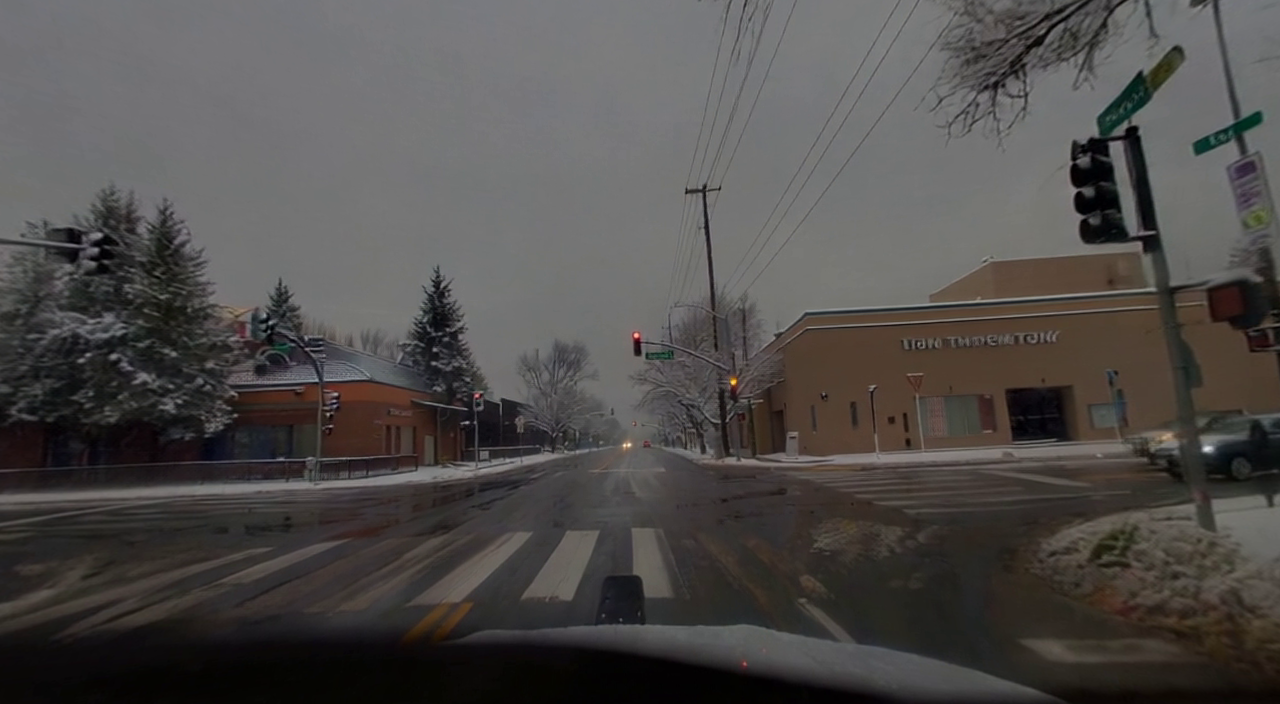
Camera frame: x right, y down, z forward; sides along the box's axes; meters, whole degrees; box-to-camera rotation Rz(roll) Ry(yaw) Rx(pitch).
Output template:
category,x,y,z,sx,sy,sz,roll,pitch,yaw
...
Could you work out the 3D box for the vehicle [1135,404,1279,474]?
category,x,y,z,sx,sy,sz,roll,pitch,yaw
vehicle,14.450,2.003,14.460,4.632,1.484,1.907,0,-8,-1
